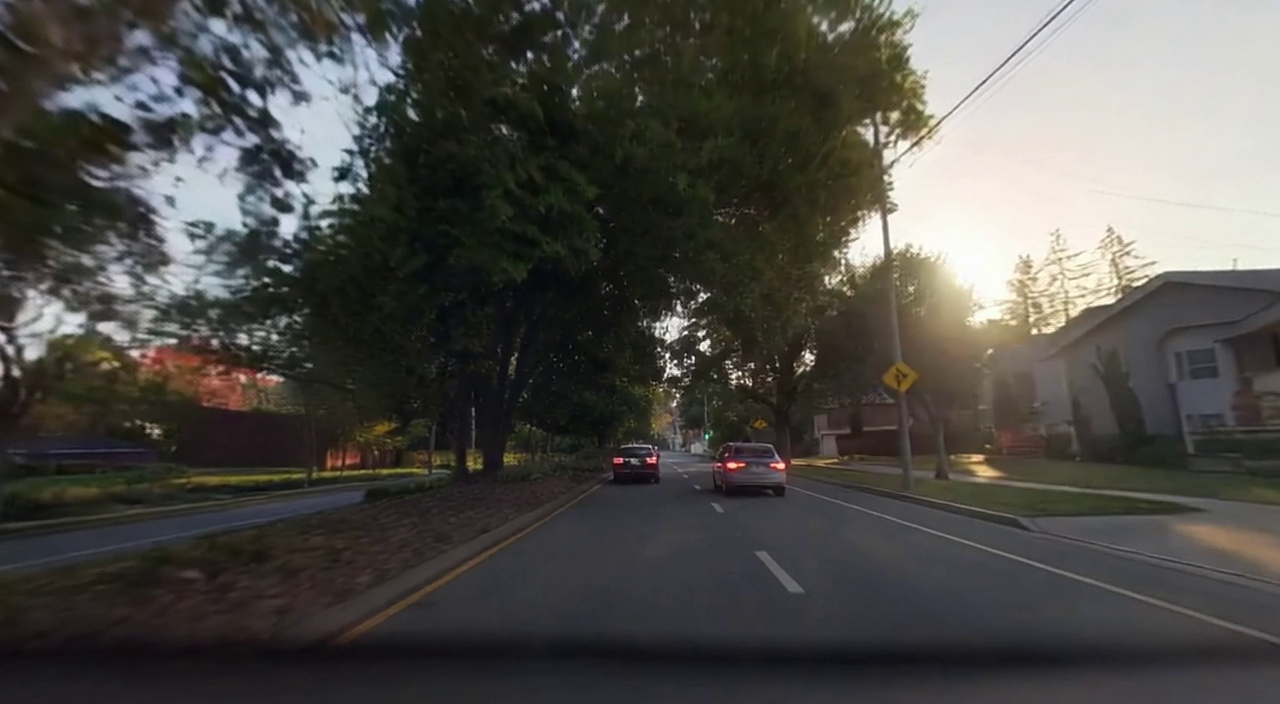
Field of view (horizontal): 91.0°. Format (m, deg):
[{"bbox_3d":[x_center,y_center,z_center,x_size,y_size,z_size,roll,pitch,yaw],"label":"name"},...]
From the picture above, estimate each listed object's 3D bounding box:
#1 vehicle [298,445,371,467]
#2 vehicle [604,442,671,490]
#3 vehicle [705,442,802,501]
[{"bbox_3d":[-23.025,7.835,47.577,4.460,1.653,1.929,0,-8,1],"label":"vehicle"},{"bbox_3d":[0.007,3.813,21.493,2.030,1.467,4.403,0,-8,2],"label":"vehicle"},{"bbox_3d":[3.044,3.290,17.789,2.065,1.456,4.099,0,-8,1],"label":"vehicle"}]
